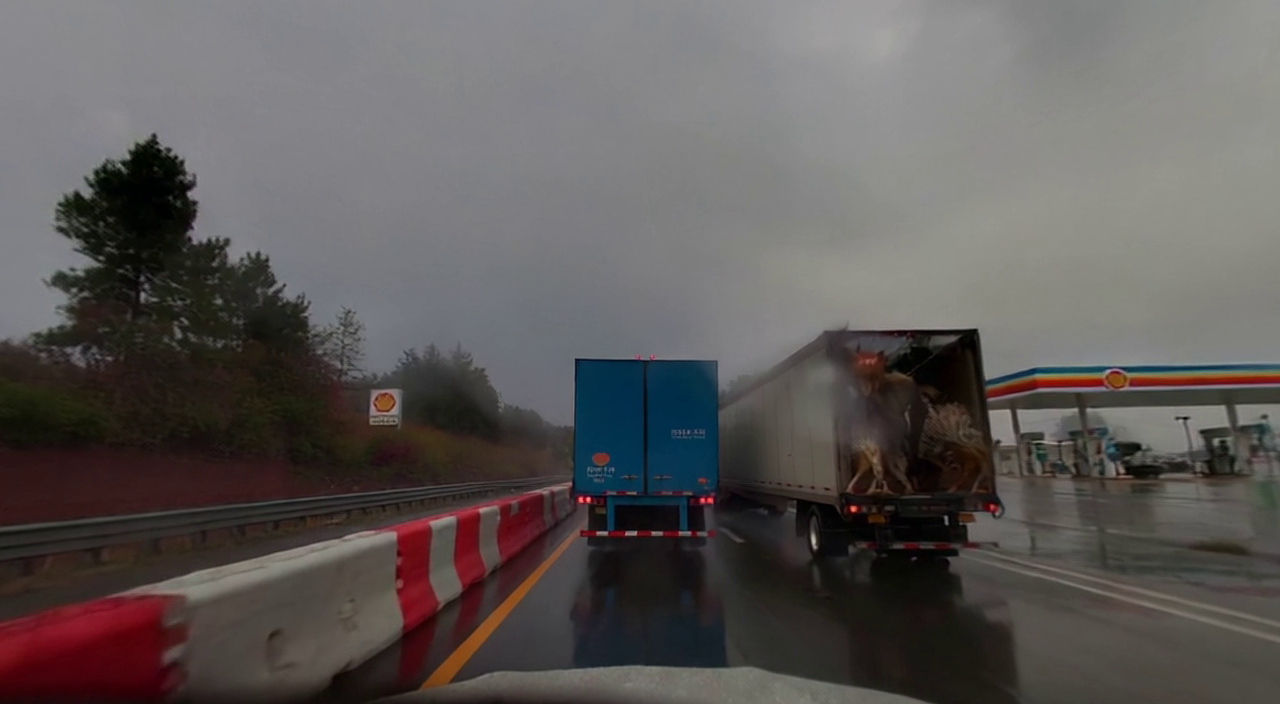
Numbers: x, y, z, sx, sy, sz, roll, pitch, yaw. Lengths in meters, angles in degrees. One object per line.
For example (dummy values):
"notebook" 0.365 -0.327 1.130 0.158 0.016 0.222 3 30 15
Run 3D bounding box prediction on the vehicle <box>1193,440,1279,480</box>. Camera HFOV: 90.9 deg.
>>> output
"vehicle" 24.673 4.236 24.496 1.762 1.470 4.485 3 -11 -10

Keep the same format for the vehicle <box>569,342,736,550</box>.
"vehicle" 0.166 2.260 14.466 2.618 3.306 8.676 1 -10 -1

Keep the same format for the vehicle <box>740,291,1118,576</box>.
"vehicle" 4.402 1.842 12.820 2.936 3.640 9.443 1 -10 -2

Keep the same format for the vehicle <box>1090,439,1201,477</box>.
"vehicle" 24.784 5.259 31.110 1.919 1.722 4.024 1 -10 -3
